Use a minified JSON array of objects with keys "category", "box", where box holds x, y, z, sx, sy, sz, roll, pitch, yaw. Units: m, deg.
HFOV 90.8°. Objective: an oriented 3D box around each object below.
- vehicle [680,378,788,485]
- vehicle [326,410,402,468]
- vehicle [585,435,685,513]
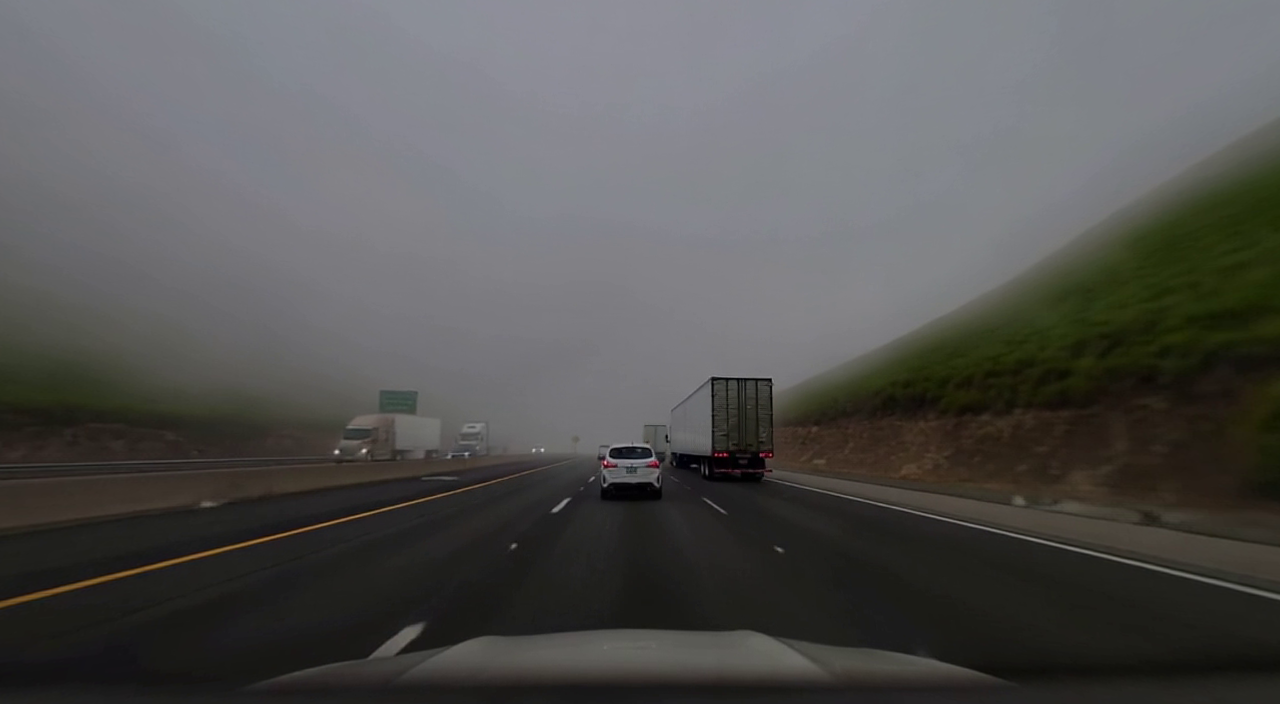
[{"category":"vehicle","box":[3.971,4.084,30.833,2.812,4.024,14.098,0,-9,-1]},{"category":"vehicle","box":[-20.202,6.482,46.622,2.977,3.953,5.858,0,-9,-1]},{"category":"vehicle","box":[-0.122,2.878,15.266,2.109,1.639,3.768,0,-9,-1]}]
